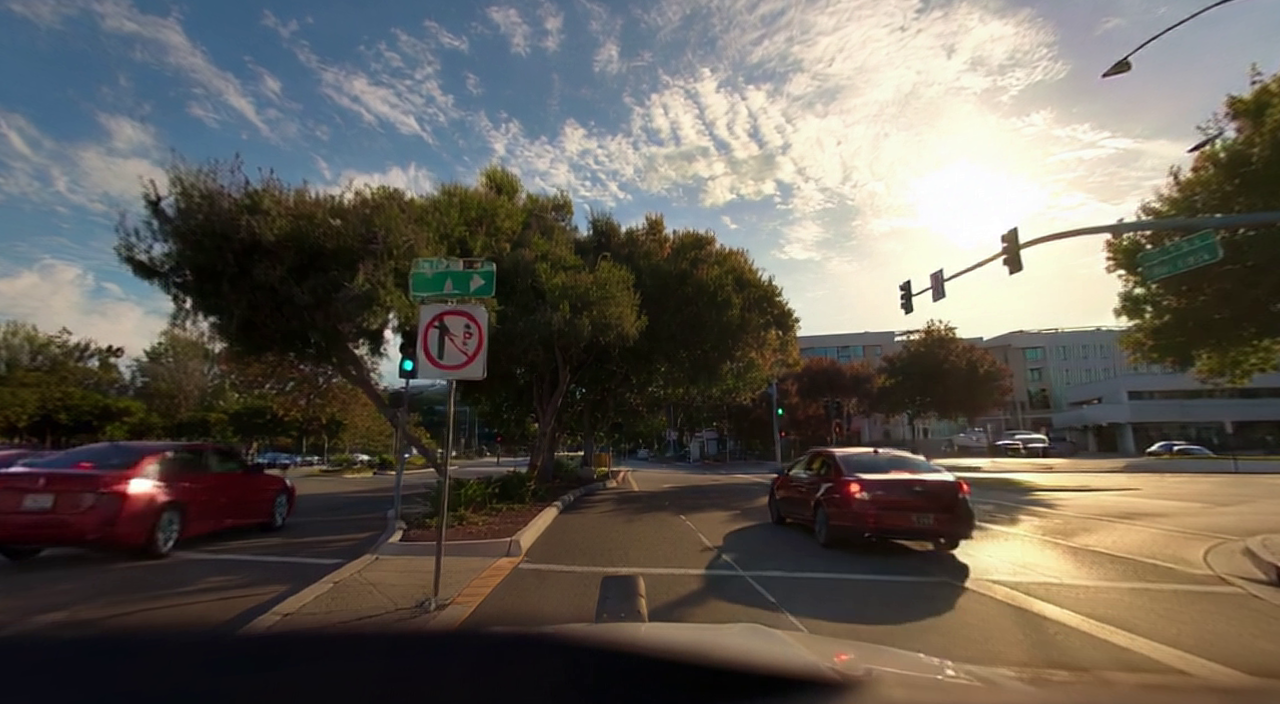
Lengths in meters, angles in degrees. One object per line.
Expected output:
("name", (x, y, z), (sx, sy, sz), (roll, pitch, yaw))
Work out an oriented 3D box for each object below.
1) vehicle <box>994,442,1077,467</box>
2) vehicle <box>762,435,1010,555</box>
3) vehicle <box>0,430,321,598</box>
("vehicle", (28.438, 7.372, 45.533), (2.026, 1.657, 5.260), (1, -9, -9))
("vehicle", (3.597, 2.160, 10.360), (1.940, 1.487, 4.562), (0, -9, -4))
("vehicle", (-6.143, 1.785, 7.922), (1.995, 1.470, 4.556), (0, -9, -2))
